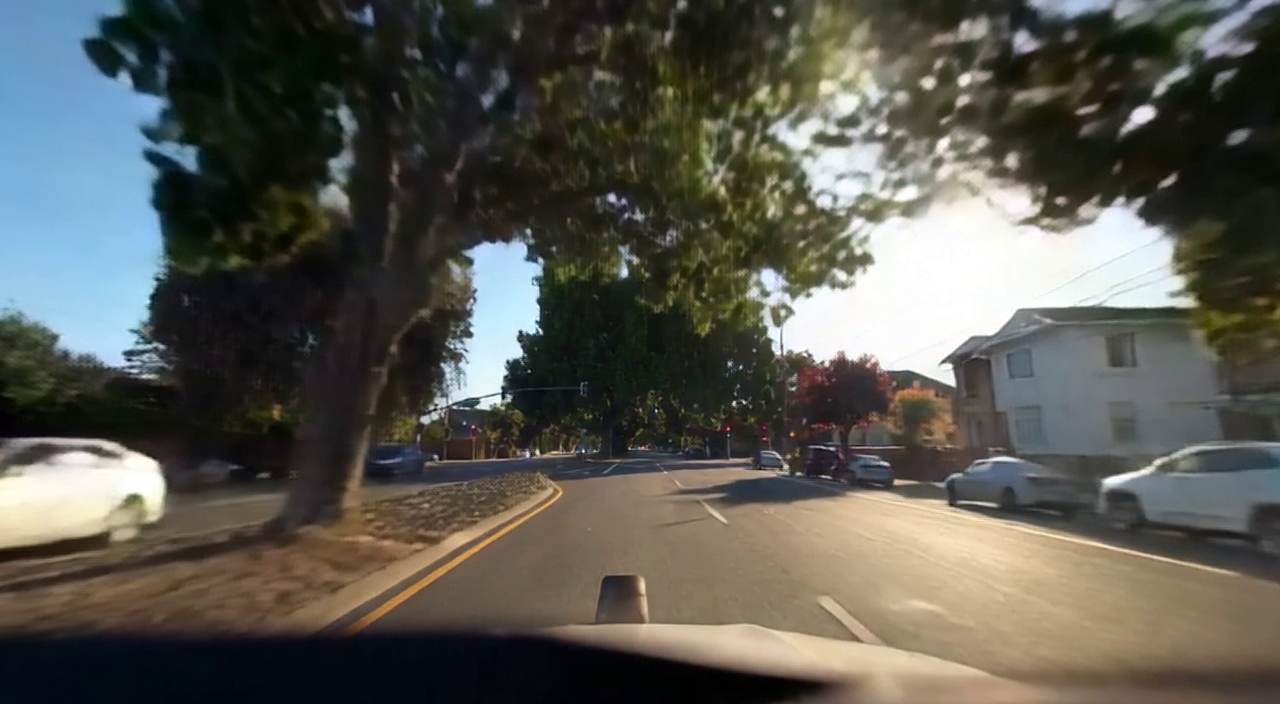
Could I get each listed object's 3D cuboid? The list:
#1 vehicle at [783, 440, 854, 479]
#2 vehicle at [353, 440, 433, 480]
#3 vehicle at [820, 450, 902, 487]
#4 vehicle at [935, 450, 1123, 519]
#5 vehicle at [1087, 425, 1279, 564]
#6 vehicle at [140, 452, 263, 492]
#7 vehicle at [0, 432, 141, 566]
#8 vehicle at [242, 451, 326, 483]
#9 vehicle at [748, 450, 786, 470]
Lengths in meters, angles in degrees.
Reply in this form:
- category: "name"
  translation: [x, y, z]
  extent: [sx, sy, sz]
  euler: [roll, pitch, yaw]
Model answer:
- category: "vehicle"
  translation: [9.779, 5.932, 35.124]
  extent: [2.245, 1.983, 5.433]
  euler: [0, -9, -1]
- category: "vehicle"
  translation: [-11.485, 5.037, 29.751]
  extent: [1.940, 1.740, 4.356]
  euler: [0, -9, 0]
- category: "vehicle"
  translation: [9.760, 5.168, 28.349]
  extent: [1.931, 1.473, 4.742]
  euler: [0, -9, 0]
- category: "vehicle"
  translation: [9.829, 3.343, 16.518]
  extent: [1.991, 1.490, 4.470]
  euler: [0, -9, -1]
- category: "vehicle"
  translation: [9.871, 2.119, 9.455]
  extent: [2.176, 1.893, 5.744]
  euler: [3, -9, 0]
- category: "vehicle"
  translation: [-18.312, 4.987, 26.716]
  extent: [1.844, 1.480, 4.729]
  euler: [0, -9, -1]
- category: "vehicle"
  translation: [-8.175, 1.613, 6.838]
  extent: [1.922, 1.486, 4.392]
  euler: [0, -9, 0]
- category: "vehicle"
  translation: [-18.473, 5.961, 33.051]
  extent: [1.728, 1.512, 4.554]
  euler: [0, -9, 0]
- category: "vehicle"
  translation: [9.802, 8.370, 49.152]
  extent: [1.918, 1.483, 4.813]
  euler: [0, -9, -1]
